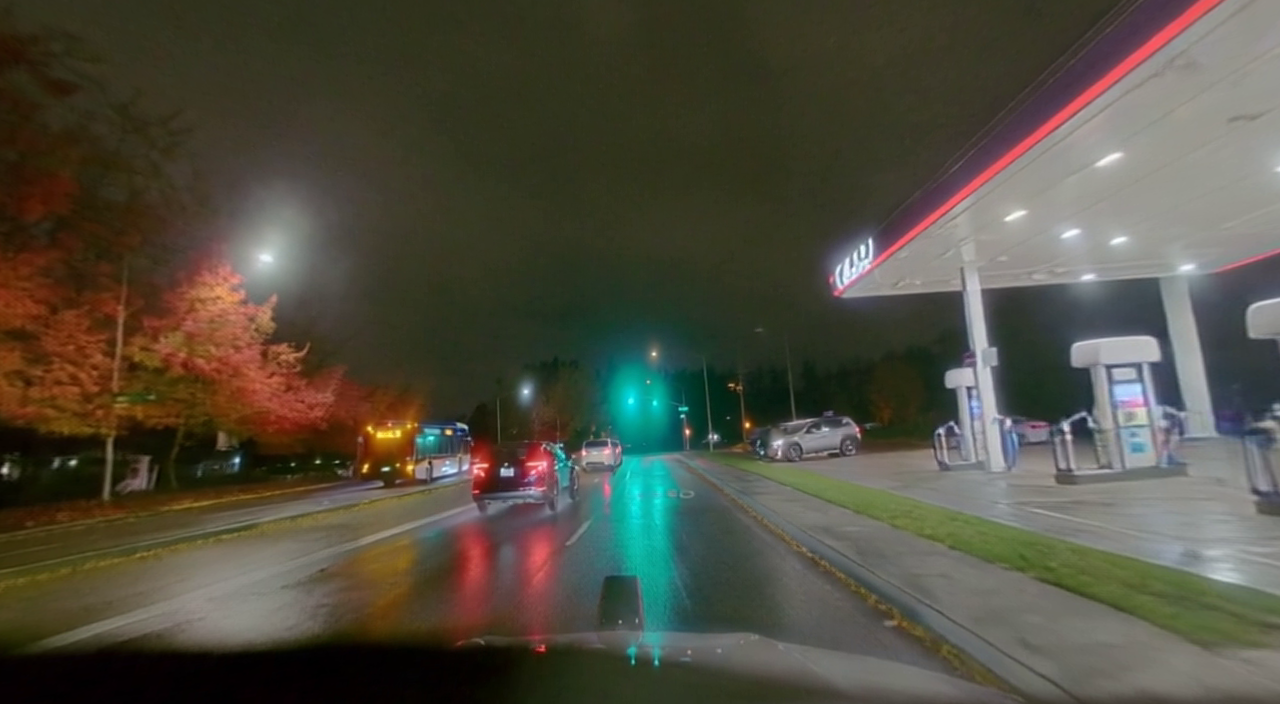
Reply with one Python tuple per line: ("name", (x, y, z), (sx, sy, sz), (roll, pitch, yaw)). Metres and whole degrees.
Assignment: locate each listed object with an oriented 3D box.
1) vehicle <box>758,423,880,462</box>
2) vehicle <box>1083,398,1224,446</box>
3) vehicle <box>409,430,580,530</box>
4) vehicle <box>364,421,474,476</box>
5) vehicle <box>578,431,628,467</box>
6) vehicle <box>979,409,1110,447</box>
("vehicle", (8.078, 4.114, 28.680), (4.894, 1.451, 2.089), (-3, -7, 2))
("vehicle", (21.488, 2.960, 26.349), (4.172, 1.687, 1.773), (-4, -8, 1))
("vehicle", (-2.416, 2.259, 11.624), (2.092, 1.507, 4.078), (-1, -9, 2))
("vehicle", (-14.539, 6.530, 42.637), (3.189, 3.205, 11.526), (0, -9, 0))
("vehicle", (-1.851, 5.087, 32.888), (2.365, 1.751, 3.904), (0, -9, 0))
("vehicle", (16.999, 3.263, 26.532), (4.064, 1.507, 2.078), (0, -9, 1))
